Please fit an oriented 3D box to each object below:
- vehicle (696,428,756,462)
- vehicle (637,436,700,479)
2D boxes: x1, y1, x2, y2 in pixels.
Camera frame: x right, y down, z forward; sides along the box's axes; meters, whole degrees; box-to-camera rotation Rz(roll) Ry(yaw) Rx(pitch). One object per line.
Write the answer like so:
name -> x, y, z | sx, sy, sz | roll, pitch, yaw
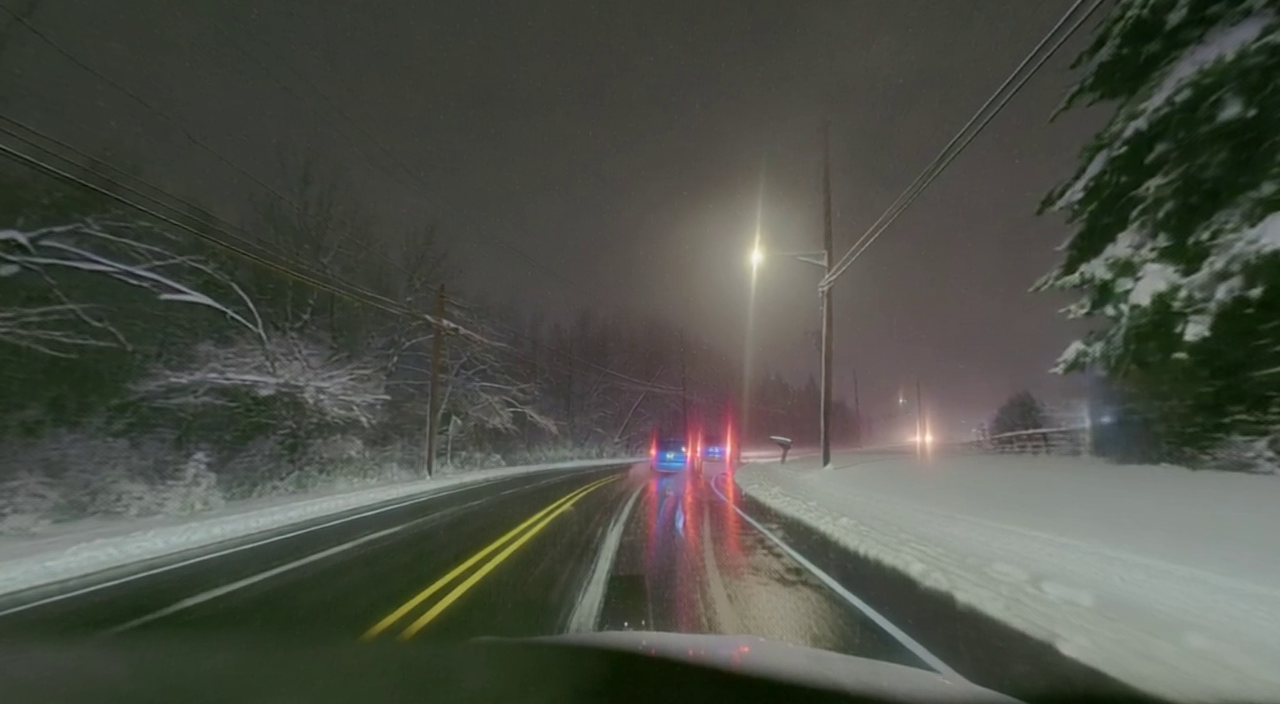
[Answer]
vehicle -> 5.939, 6.320, 42.741 | 2.376, 2.145, 5.953 | -4, -9, 24
vehicle -> 1.254, 4.307, 25.989 | 2.157, 1.565, 4.243 | -1, -8, 8
